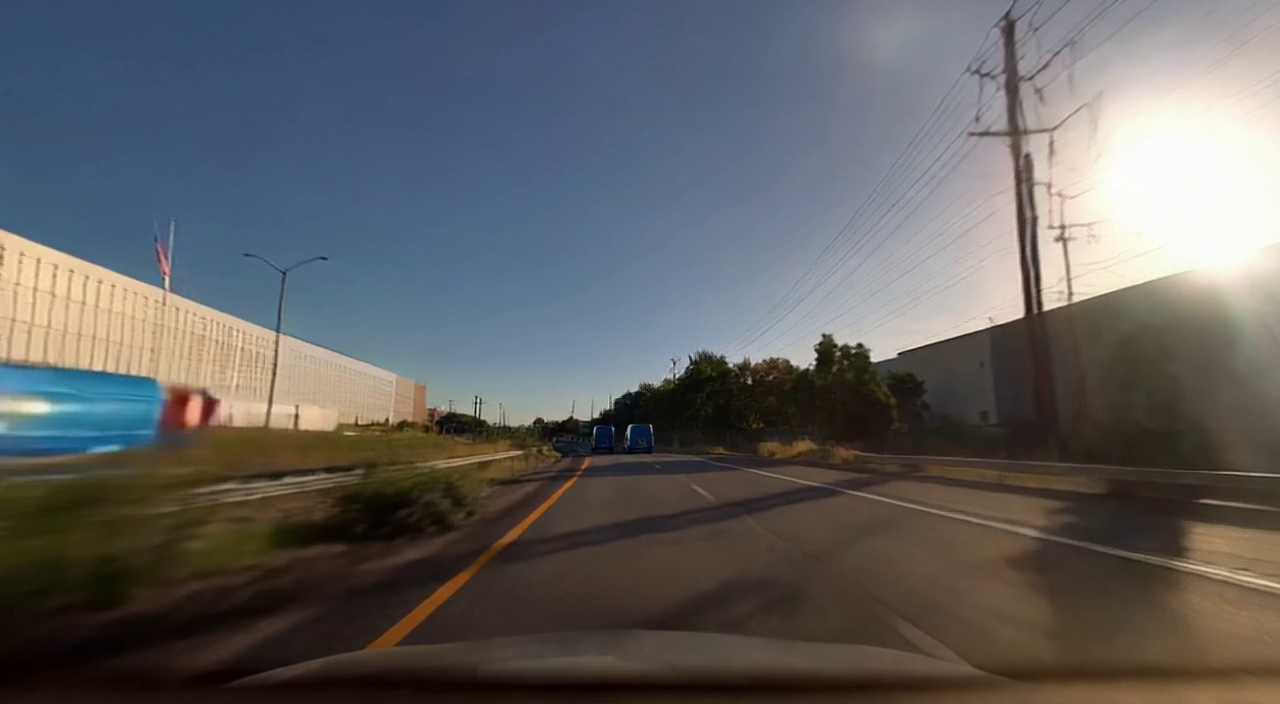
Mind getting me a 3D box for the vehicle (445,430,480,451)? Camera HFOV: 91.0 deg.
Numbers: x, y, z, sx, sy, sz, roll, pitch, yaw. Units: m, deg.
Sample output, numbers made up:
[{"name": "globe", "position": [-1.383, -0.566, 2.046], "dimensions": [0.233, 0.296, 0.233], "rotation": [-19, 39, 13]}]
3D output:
[{"name": "vehicle", "position": [-13.967, 6.988, 49.804], "dimensions": [1.854, 1.548, 4.141], "rotation": [0, -8, -4]}]
